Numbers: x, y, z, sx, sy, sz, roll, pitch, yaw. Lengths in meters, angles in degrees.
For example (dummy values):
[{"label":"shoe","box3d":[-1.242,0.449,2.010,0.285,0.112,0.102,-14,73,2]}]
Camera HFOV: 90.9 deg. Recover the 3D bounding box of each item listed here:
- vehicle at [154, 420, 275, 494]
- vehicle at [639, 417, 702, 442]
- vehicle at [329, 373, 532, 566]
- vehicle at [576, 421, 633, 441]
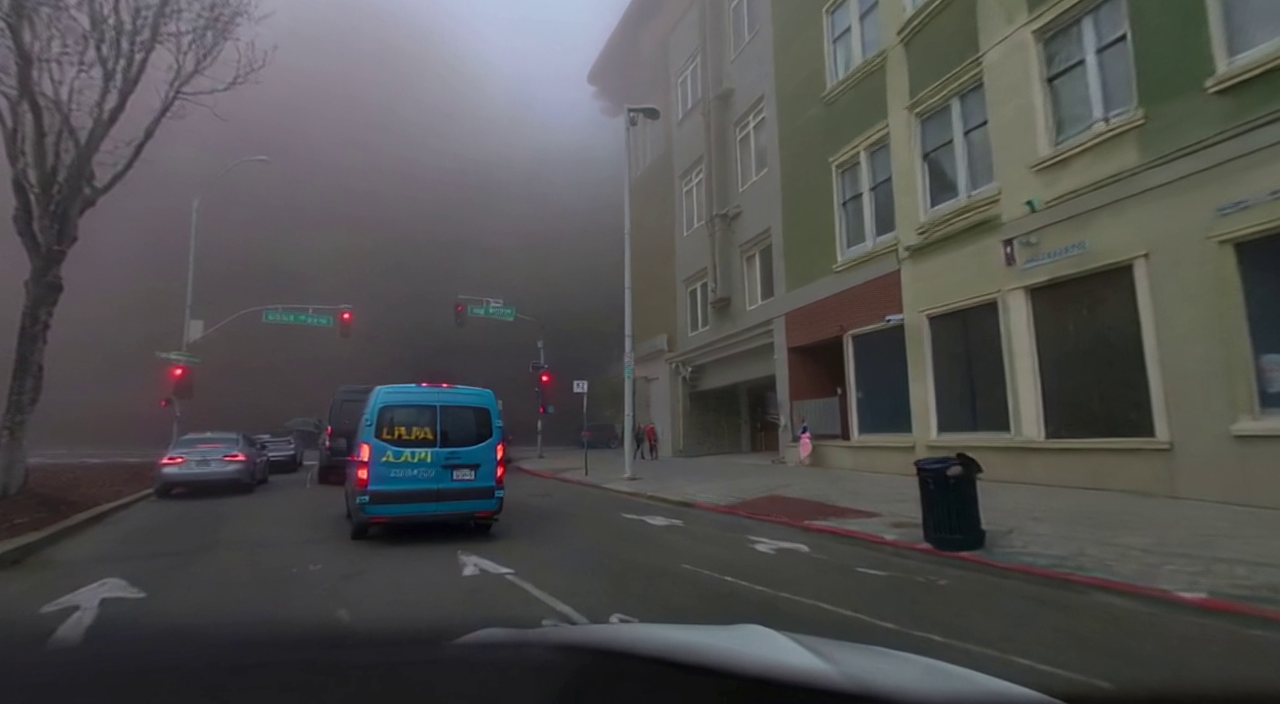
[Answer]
[{"label":"vehicle","box3d":[-9.691,2.377,14.622,1.841,1.461,3.426,4,-9,-27]},{"label":"vehicle","box3d":[2.082,5.283,42.514,4.020,1.572,1.718,6,-10,-32]},{"label":"vehicle","box3d":[-3.090,1.478,8.654,1.951,1.907,4.266,4,-9,-27]},{"label":"vehicle","box3d":[-2.638,5.995,47.460,3.885,1.449,1.757,5,-9,-28]}]
